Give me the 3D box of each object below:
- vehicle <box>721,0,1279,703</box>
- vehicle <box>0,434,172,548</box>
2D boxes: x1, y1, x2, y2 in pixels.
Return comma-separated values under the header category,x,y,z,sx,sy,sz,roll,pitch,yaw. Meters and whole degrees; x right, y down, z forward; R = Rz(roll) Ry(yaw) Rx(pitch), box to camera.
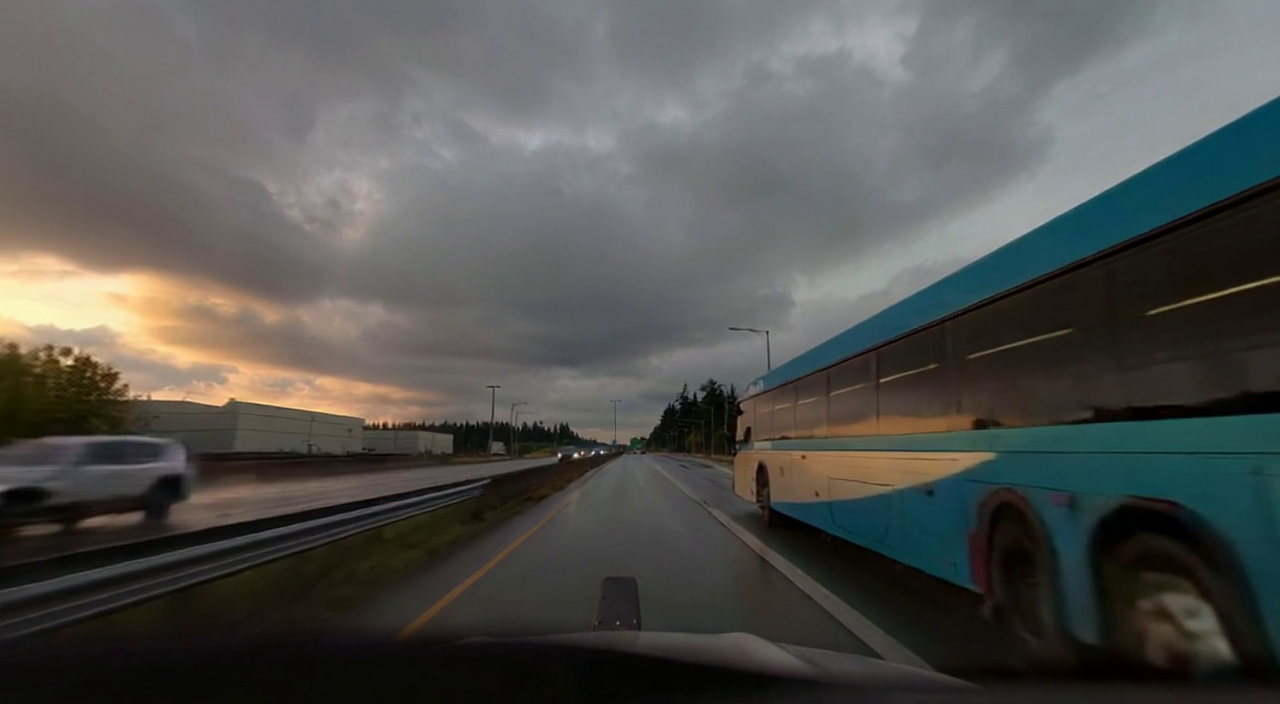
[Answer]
category,x,y,z,sx,sy,sz,roll,pitch,yaw
vehicle,3.661,0.282,7.407,3.277,4.084,14.213,0,-9,-1
vehicle,-9.197,1.917,8.867,1.872,1.461,4.227,0,-9,0
